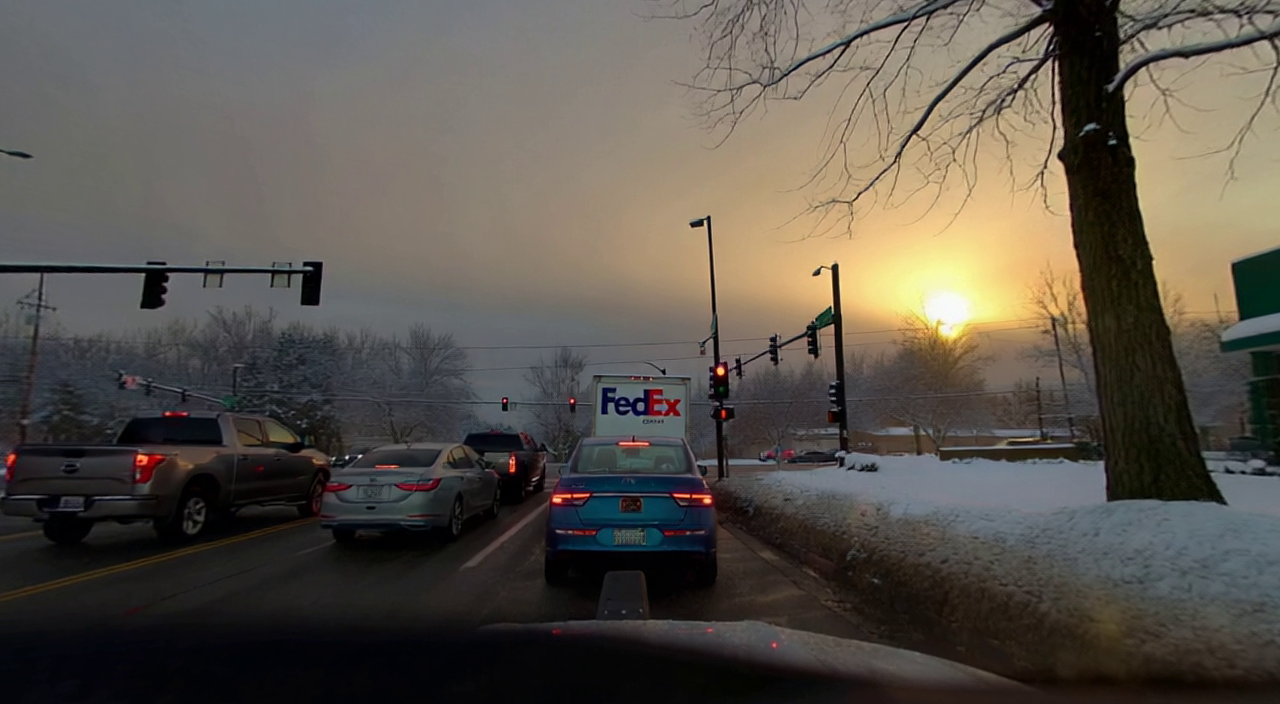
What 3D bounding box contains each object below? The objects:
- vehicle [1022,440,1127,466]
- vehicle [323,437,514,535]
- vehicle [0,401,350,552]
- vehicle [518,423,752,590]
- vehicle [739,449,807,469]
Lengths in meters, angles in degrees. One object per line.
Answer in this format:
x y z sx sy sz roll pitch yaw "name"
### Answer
25.671 5.971 37.158 4.794 1.481 1.968 1 -8 -3 "vehicle"
-3.865 2.396 11.932 1.949 1.487 4.390 0 -9 1 "vehicle"
-7.282 1.980 10.738 2.125 1.893 5.498 0 -9 -2 "vehicle"
-0.048 1.746 7.969 2.145 1.513 4.269 0 -9 0 "vehicle"
10.271 8.285 48.647 4.841 1.494 1.829 1 -9 -5 "vehicle"
